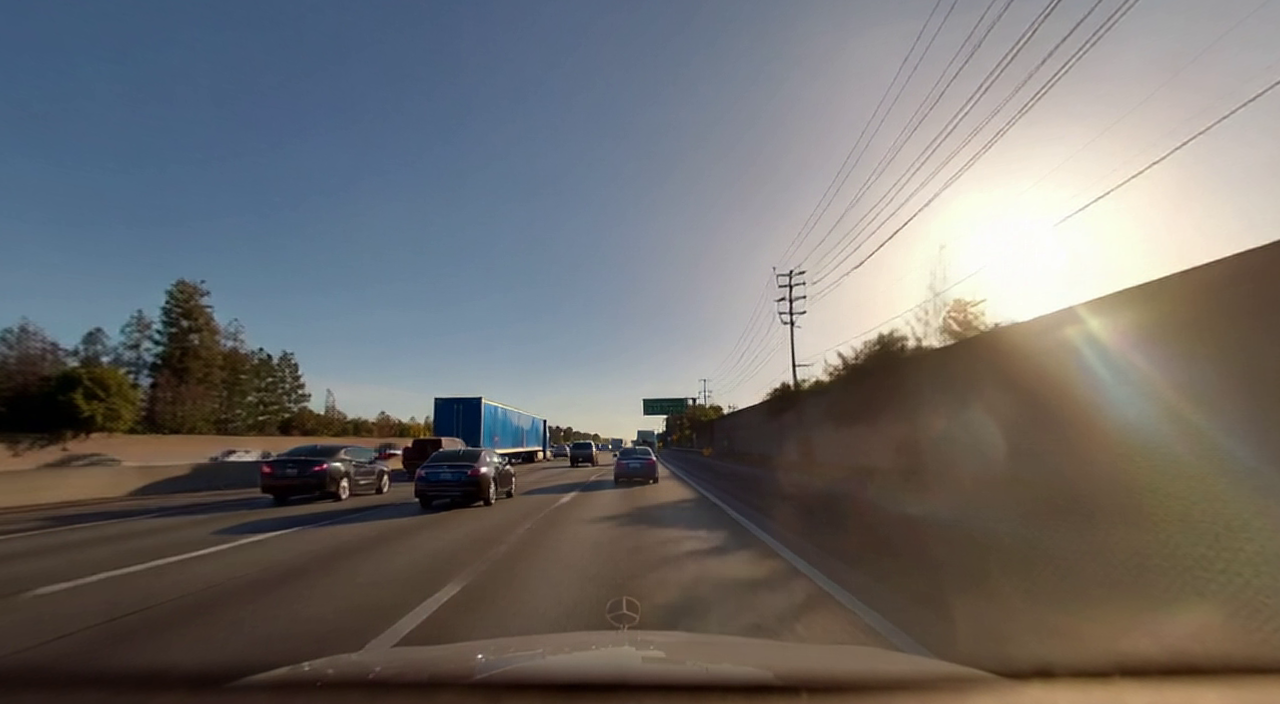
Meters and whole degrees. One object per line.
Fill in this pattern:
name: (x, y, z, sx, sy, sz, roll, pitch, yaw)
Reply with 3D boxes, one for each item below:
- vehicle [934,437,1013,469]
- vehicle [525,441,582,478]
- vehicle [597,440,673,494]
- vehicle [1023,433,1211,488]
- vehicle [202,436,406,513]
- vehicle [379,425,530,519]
vehicle: (17.919, 5.438, 34.181, 1.936, 1.591, 4.362, 0, -9, 1)
vehicle: (-3.730, 4.747, 28.080, 1.870, 1.485, 4.304, 0, -8, 1)
vehicle: (-0.157, 3.472, 19.461, 2.089, 1.477, 3.818, 0, -8, -1)
vehicle: (14.262, 3.270, 19.365, 1.949, 1.472, 4.795, 0, -9, -1)
vehicle: (-7.628, 2.816, 15.086, 2.165, 1.511, 4.810, 0, -8, 1)
vehicle: (-3.796, 2.528, 13.841, 1.923, 1.716, 4.289, 0, -8, 1)
